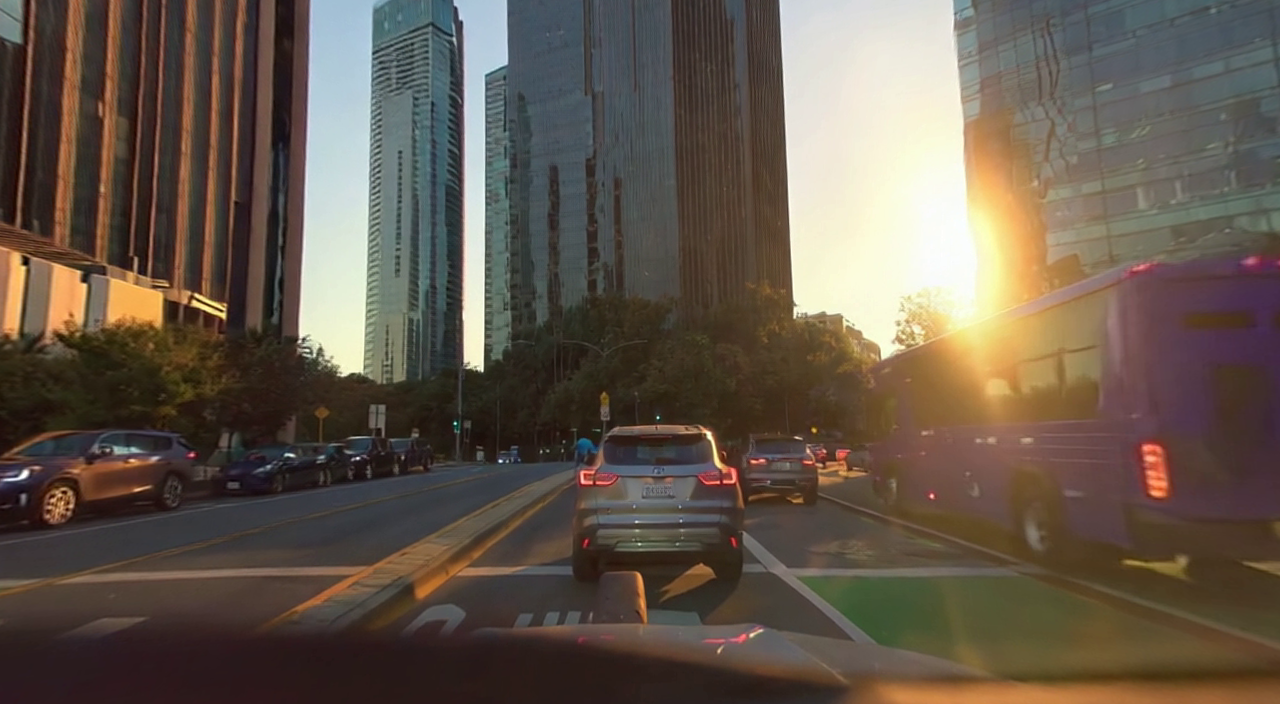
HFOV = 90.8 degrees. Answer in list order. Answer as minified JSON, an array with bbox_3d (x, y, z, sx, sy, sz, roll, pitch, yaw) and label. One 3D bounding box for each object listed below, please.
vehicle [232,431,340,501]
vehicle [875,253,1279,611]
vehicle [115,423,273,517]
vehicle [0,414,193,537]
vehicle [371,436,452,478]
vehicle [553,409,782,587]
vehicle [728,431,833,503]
[{"bbox_3d":[-10.967,3.510,19.850,1.559,1.973,3.419,1,-8,-4],"label":"vehicle"},{"bbox_3d":[6.310,1.194,9.281,3.113,3.116,7.650,-1,-8,3],"label":"vehicle"},{"bbox_3d":[-10.667,2.816,15.434,1.482,2.019,3.297,0,-8,-3],"label":"vehicle"},{"bbox_3d":[-10.332,2.220,11.825,1.543,1.946,3.454,1,-9,-5],"label":"vehicle"},{"bbox_3d":[-11.659,5.405,32.754,2.338,1.963,5.740,0,-8,-3],"label":"vehicle"},{"bbox_3d":[0.324,1.713,8.232,2.192,1.695,4.142,0,-8,2],"label":"vehicle"},{"bbox_3d":[3.850,3.236,18.255,2.143,1.793,4.763,0,-8,3],"label":"vehicle"}]
